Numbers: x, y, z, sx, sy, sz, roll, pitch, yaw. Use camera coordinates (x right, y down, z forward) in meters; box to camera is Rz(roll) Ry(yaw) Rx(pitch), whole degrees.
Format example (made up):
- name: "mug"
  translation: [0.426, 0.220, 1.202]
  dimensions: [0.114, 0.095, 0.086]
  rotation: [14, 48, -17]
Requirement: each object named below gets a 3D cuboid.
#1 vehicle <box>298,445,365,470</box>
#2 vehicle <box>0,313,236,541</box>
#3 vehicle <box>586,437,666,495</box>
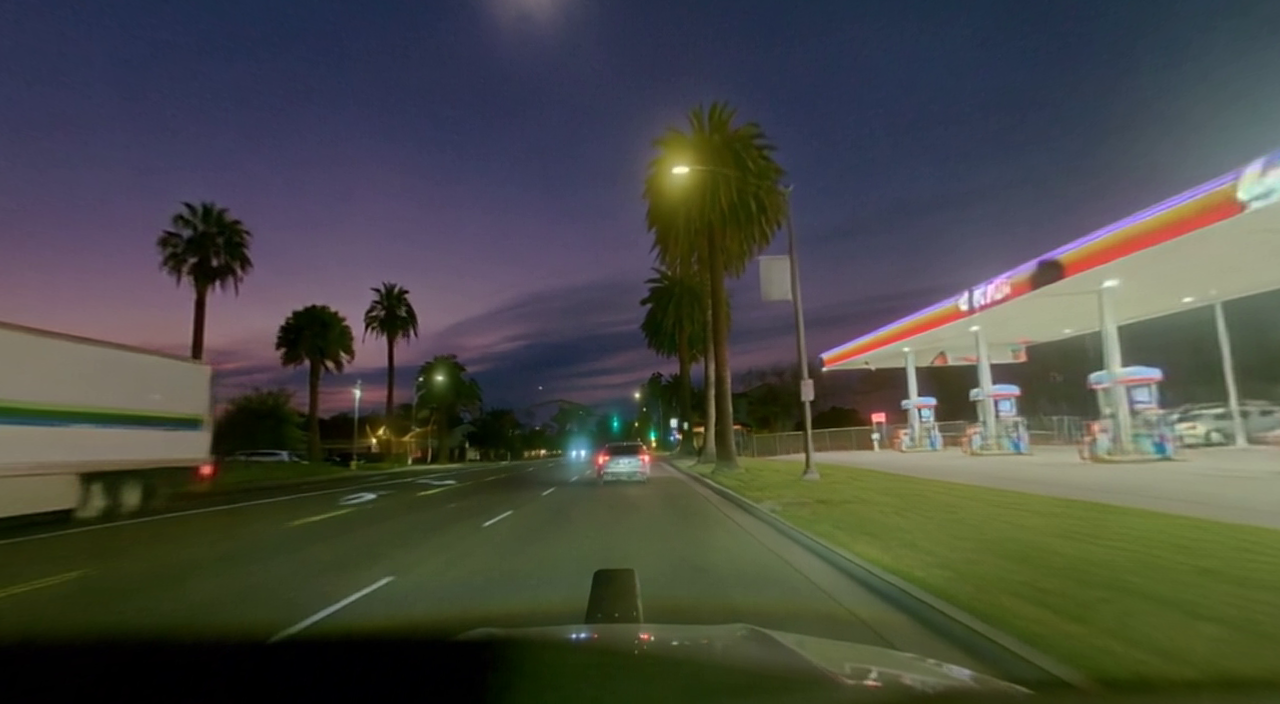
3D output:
- name: "vehicle"
  translation: [-23.110, 7.909, 47.313]
  dimensions: [4.573, 1.725, 2.054]
  rotation: [-5, -8, 23]
- name: "vehicle"
  translation: [-11.537, 1.071, 9.196]
  dimensions: [3.022, 3.532, 12.586]
  rotation: [0, -9, 0]
- name: "vehicle"
  translation: [-0.378, 3.286, 18.535]
  dimensions: [2.076, 1.486, 4.119]
  rotation: [0, -8, -1]
